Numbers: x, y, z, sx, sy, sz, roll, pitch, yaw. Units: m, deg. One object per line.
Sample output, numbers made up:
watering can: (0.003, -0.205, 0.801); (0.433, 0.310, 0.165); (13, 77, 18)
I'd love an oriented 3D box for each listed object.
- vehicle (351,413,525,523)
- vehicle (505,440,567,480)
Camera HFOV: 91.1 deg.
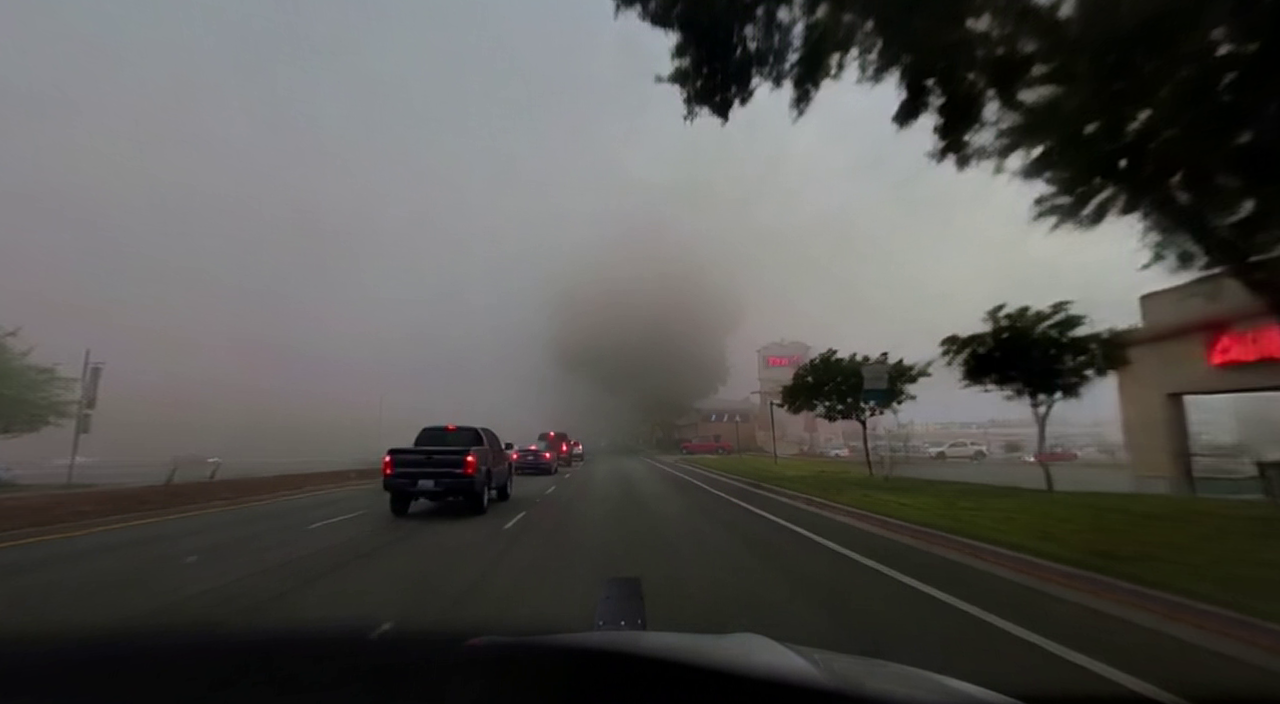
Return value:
vehicle: (-4.004, 2.396, 13.573); (2.222, 1.899, 5.006); (0, -8, -2)
vehicle: (-4.051, 4.254, 25.099); (2.113, 1.446, 4.309); (1, -8, -5)
